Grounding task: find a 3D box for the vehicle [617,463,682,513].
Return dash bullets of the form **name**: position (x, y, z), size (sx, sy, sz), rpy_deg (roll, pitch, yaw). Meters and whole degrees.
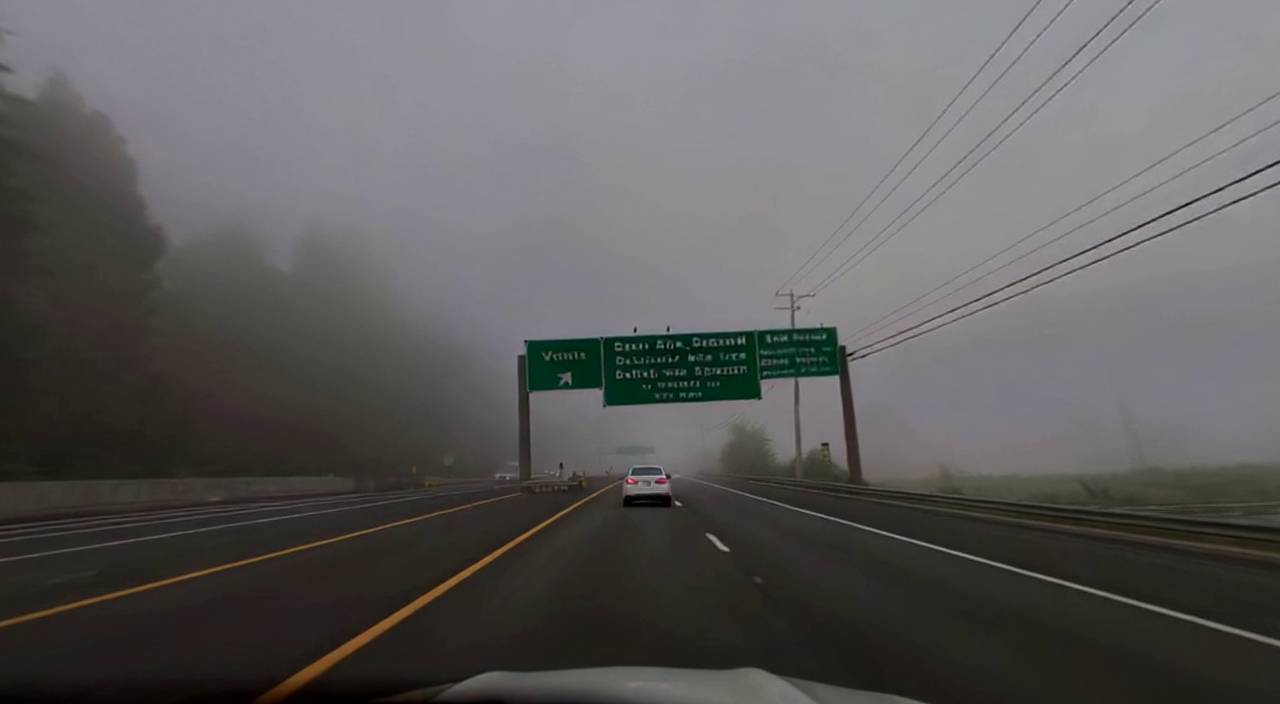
- **vehicle**: position (0.302, 4.490, 21.134), size (1.987, 1.480, 3.786), rpy_deg (1, -10, 0)
